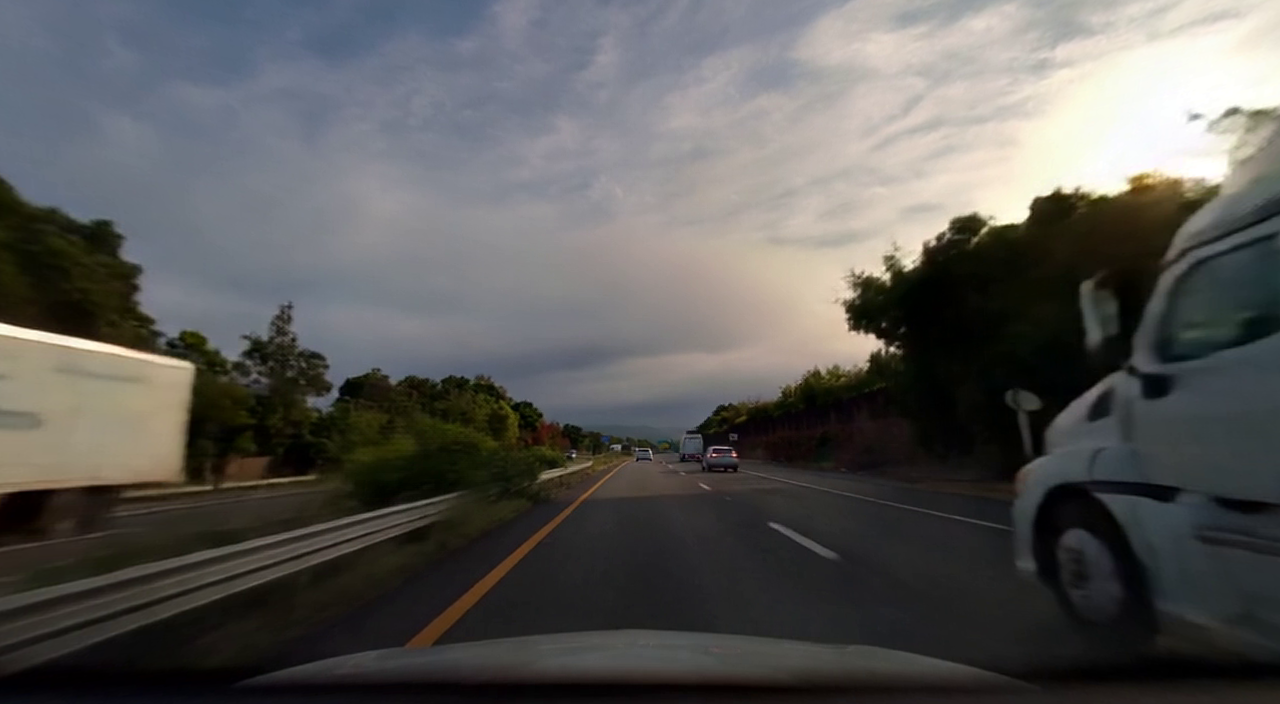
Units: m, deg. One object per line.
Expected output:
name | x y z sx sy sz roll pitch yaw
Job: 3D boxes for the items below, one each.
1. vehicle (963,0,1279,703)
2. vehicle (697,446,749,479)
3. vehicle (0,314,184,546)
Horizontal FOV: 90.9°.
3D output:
vehicle | 4.521 -0.243 2.552 3.017 3.908 5.973 0 -9 -1
vehicle | 4.139 5.557 32.012 2.043 1.542 3.881 0 -9 -1
vehicle | -13.003 1.015 8.833 2.898 4.144 13.929 0 -9 -1
